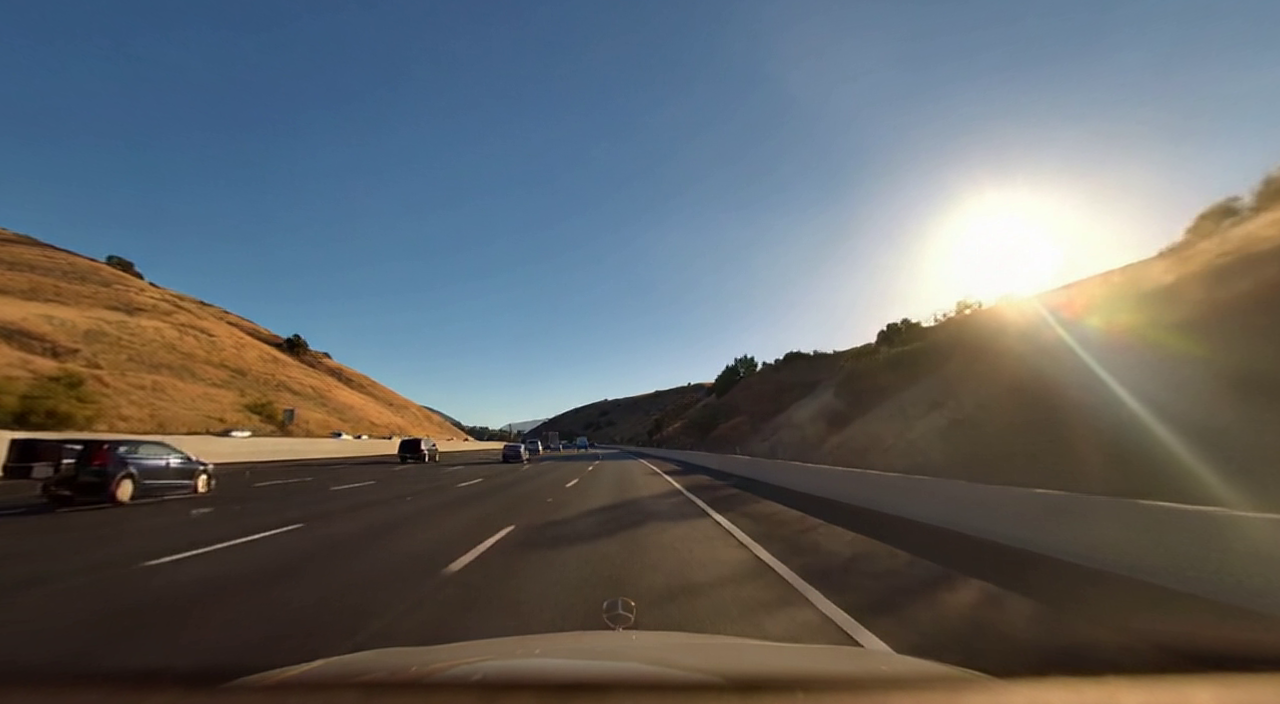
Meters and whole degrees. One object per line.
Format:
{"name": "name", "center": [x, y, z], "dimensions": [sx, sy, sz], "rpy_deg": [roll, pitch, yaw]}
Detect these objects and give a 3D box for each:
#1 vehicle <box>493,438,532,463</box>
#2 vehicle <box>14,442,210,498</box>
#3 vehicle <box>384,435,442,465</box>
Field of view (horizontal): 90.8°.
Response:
{"name": "vehicle", "center": [-9.424, 7.313, 46.943], "dimensions": [2.104, 1.715, 4.319], "rpy_deg": [0, -8, -2]}
{"name": "vehicle", "center": [-15.407, 3.441, 18.873], "dimensions": [1.955, 1.429, 4.575], "rpy_deg": [0, -9, -1]}
{"name": "vehicle", "center": [-16.014, 6.926, 44.897], "dimensions": [2.240, 1.953, 5.452], "rpy_deg": [1, -8, -2]}
